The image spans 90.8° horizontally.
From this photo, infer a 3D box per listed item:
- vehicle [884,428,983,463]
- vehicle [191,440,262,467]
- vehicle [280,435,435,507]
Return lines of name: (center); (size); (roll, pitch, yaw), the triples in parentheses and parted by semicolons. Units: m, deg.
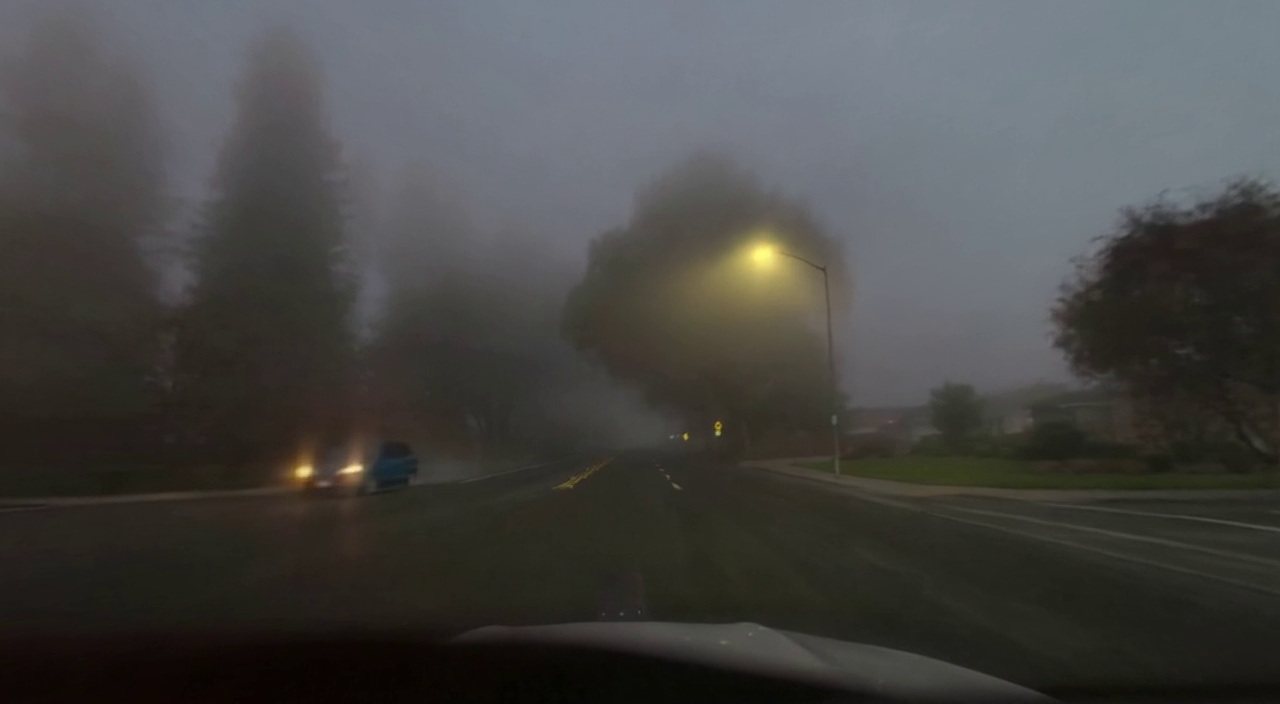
vehicle: (21.312, 6.802, 46.011); (6.048, 2.416, 2.158); (0, -8, 1)
vehicle: (-28.245, 6.900, 43.087); (4.542, 1.700, 2.201); (-5, -10, 31)
vehicle: (-7.318, 3.111, 17.016); (2.130, 1.635, 4.505); (0, -8, -1)
